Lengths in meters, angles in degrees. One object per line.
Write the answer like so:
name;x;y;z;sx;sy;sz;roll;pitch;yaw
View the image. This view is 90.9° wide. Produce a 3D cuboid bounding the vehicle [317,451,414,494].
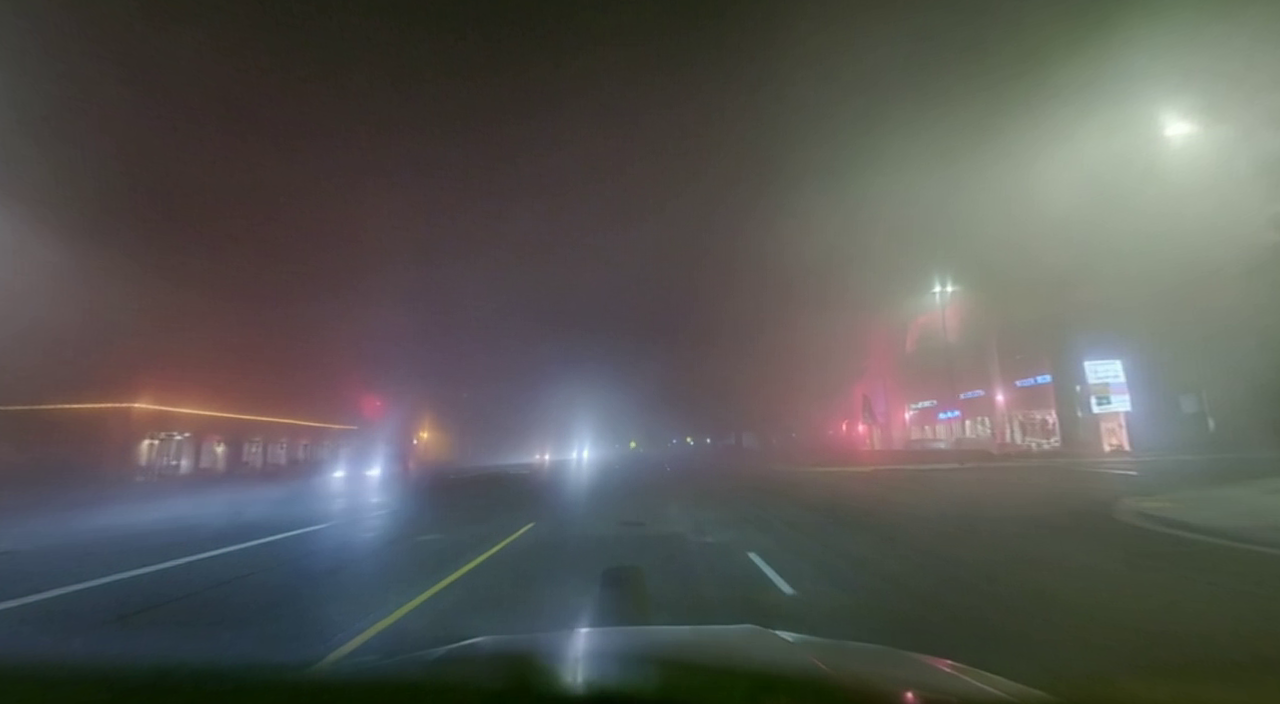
vehicle;-11.463;5.025;26.710;2.033;1.497;4.567;-4;-8;1
